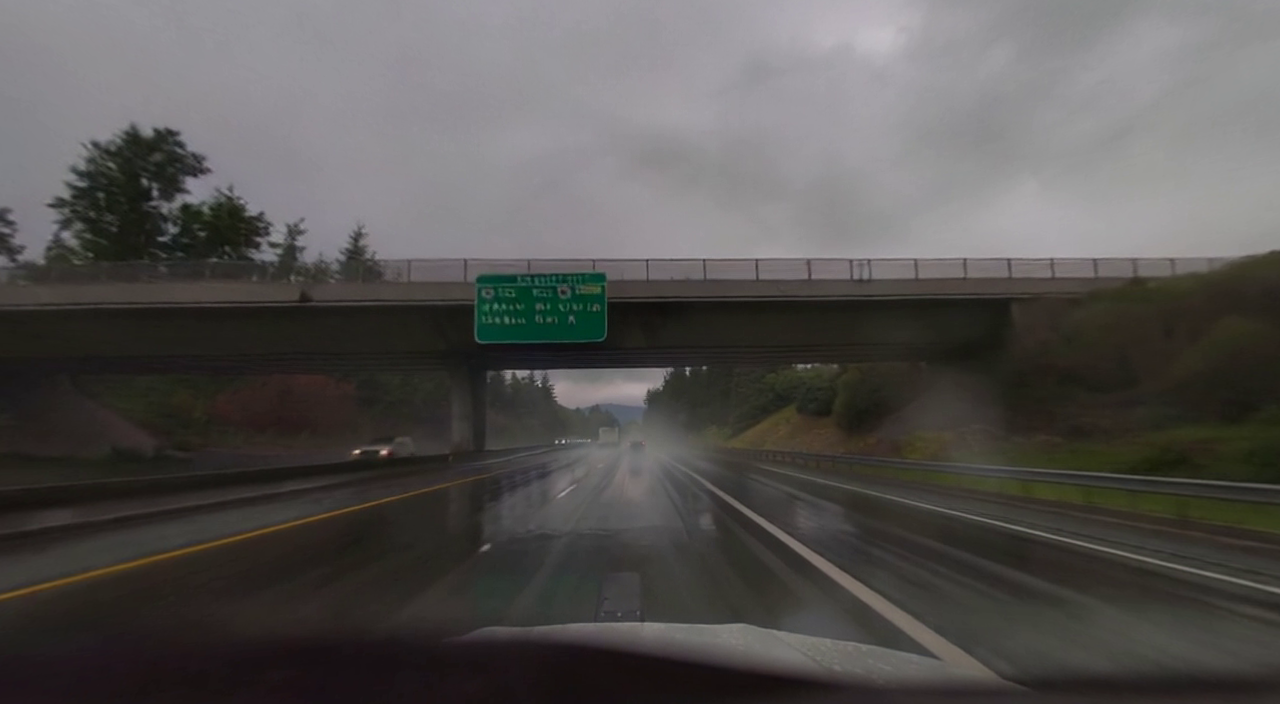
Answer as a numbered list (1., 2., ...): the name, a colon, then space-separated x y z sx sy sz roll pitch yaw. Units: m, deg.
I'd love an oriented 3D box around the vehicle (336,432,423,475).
1. vehicle: -12.497 4.865 30.572 2.229 1.873 4.698 0 -8 0
